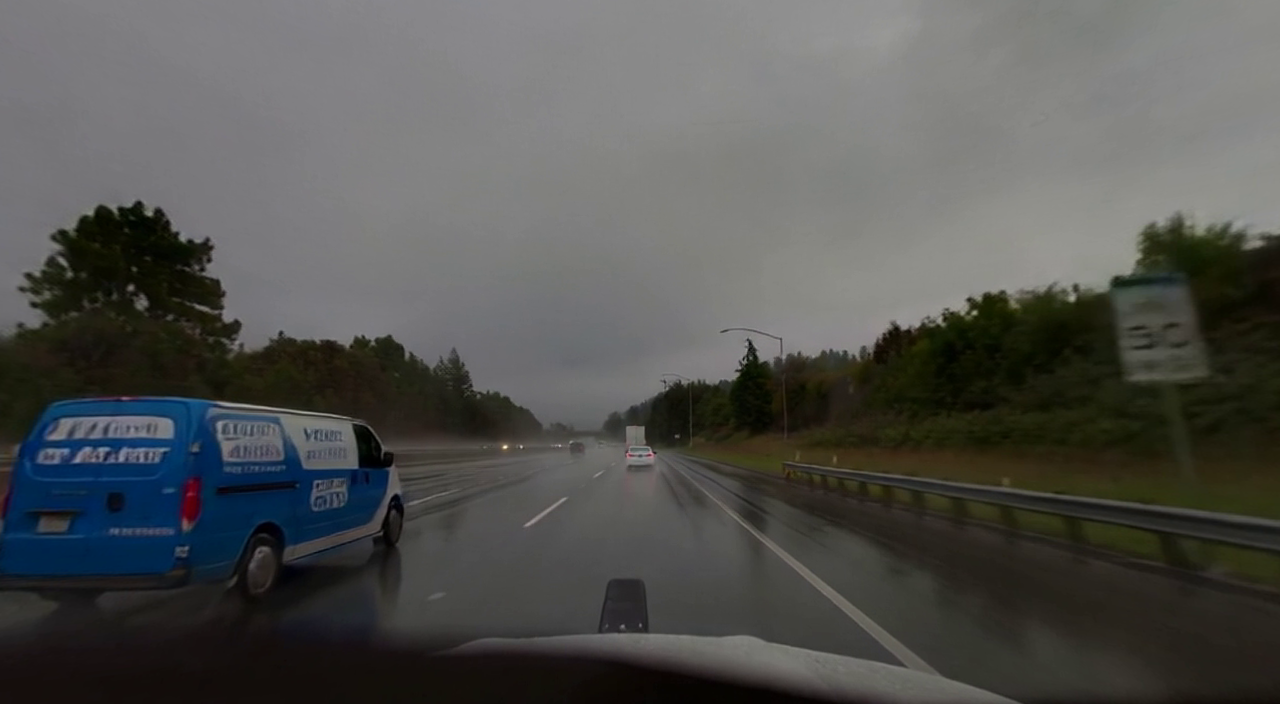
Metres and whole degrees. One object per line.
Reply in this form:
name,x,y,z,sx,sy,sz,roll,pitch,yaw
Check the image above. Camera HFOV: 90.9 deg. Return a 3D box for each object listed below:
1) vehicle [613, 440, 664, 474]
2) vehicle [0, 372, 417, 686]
vehicle,-0.049,4.853,29.303,2.238,1.479,3.672,0,-9,0
vehicle,-4.279,1.426,6.344,2.174,1.862,5.012,0,-9,0
